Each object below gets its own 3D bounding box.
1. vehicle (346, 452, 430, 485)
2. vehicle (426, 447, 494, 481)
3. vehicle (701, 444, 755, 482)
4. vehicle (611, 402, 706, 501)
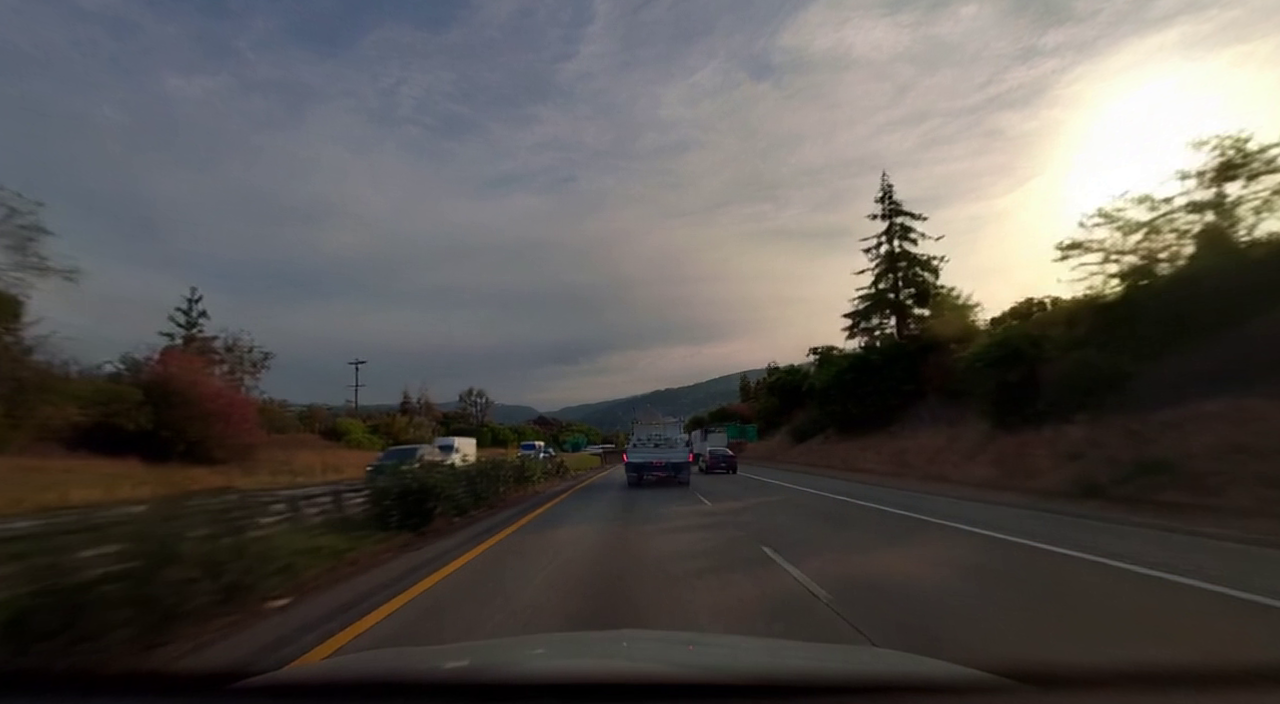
[{"bbox_3d":[-12.592,5.841,31.860,2.325,1.498,4.589,0,-9,0],"label":"vehicle"},{"bbox_3d":[-8.750,5.470,31.105,2.009,1.535,4.266,0,-9,1],"label":"vehicle"},{"bbox_3d":[3.641,4.673,26.763,1.654,1.441,4.066,0,-9,-1],"label":"vehicle"},{"bbox_3d":[0.373,2.929,18.699,2.423,2.517,5.055,0,-9,-2],"label":"vehicle"}]
